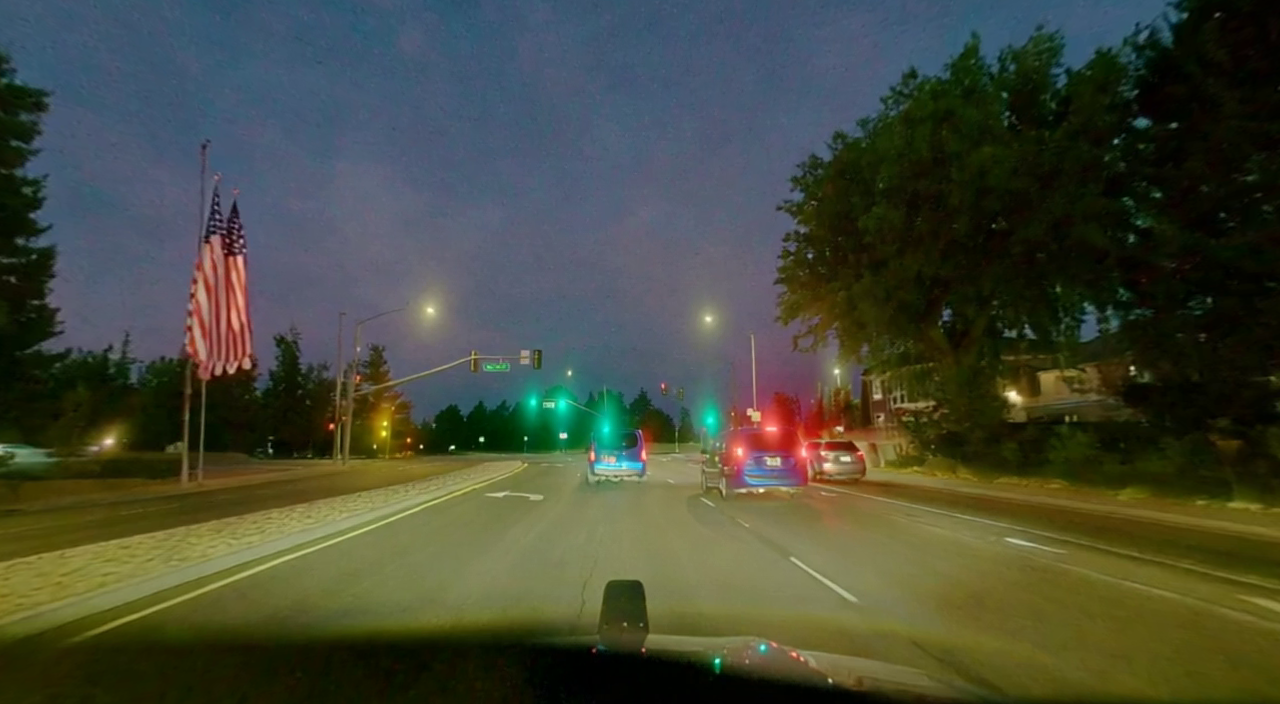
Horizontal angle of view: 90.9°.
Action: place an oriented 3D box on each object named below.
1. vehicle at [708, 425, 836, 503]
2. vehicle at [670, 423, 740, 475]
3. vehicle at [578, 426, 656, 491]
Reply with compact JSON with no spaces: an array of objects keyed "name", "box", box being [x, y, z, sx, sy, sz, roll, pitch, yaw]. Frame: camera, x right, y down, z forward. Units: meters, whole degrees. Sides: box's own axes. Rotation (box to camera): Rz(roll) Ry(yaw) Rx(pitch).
[{"name":"vehicle","box":[3.135,2.775,16.053,2.024,1.686,4.588,0,-8,-3]},{"name":"vehicle","box":[2.973,4.577,30.020,2.578,2.251,4.782,0,-8,-3]},{"name":"vehicle","box":[-0.865,3.356,20.230,2.185,1.822,4.583,1,-8,-6]}]
